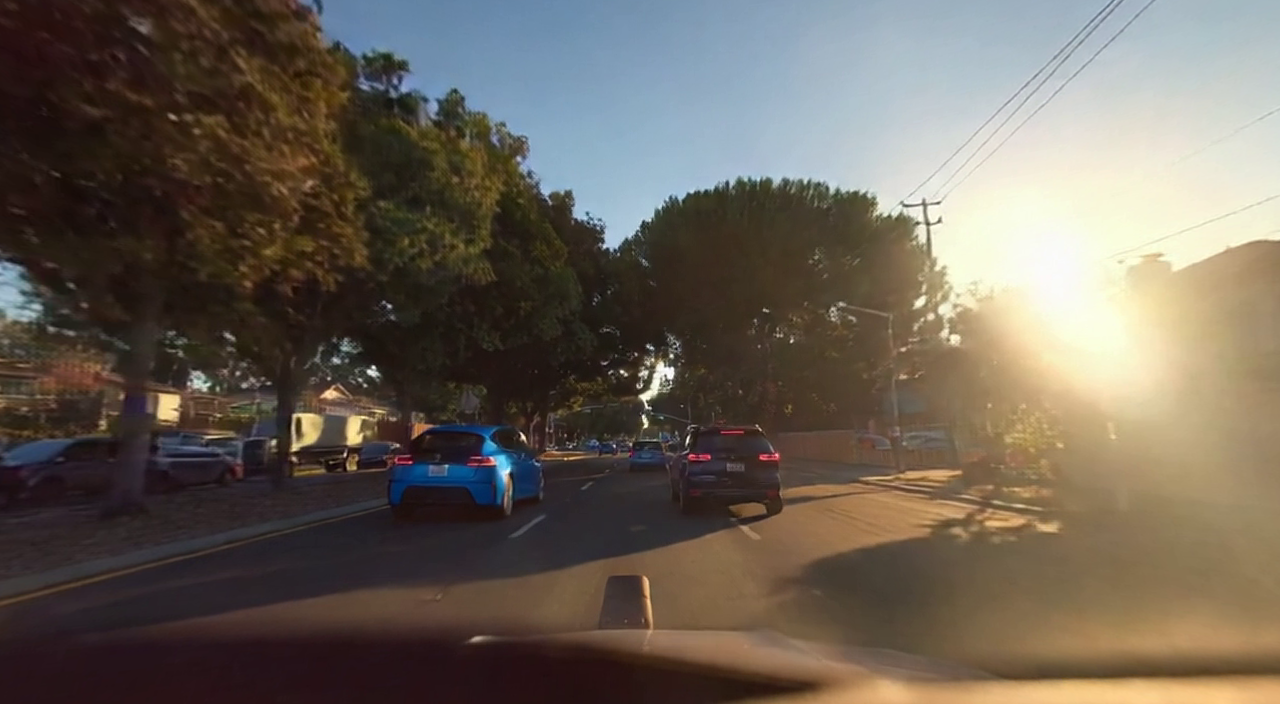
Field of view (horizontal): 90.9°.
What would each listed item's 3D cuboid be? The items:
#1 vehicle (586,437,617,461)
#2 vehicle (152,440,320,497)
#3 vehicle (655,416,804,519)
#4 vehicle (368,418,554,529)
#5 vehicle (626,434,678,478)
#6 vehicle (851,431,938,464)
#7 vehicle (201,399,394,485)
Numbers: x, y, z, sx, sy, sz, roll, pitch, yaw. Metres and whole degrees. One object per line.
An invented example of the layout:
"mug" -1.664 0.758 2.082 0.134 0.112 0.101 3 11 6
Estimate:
"vehicle" -2.911 7.474 48.616 2.014 1.755 4.360 0 -9 1
"vehicle" -11.913 3.437 19.045 1.923 1.490 4.501 0 -9 2
"vehicle" 1.600 2.323 13.095 2.280 1.747 4.361 0 -9 -2
"vehicle" -3.083 2.228 12.104 2.043 1.687 4.676 0 -9 2
"vehicle" 0.432 4.117 25.100 1.922 1.579 3.642 0 -9 0
"vehicle" 15.941 5.967 39.756 2.032 1.877 4.876 2 -7 -25
"vehicle" -15.058 4.162 29.074 2.901 3.276 9.720 -1 -9 4
